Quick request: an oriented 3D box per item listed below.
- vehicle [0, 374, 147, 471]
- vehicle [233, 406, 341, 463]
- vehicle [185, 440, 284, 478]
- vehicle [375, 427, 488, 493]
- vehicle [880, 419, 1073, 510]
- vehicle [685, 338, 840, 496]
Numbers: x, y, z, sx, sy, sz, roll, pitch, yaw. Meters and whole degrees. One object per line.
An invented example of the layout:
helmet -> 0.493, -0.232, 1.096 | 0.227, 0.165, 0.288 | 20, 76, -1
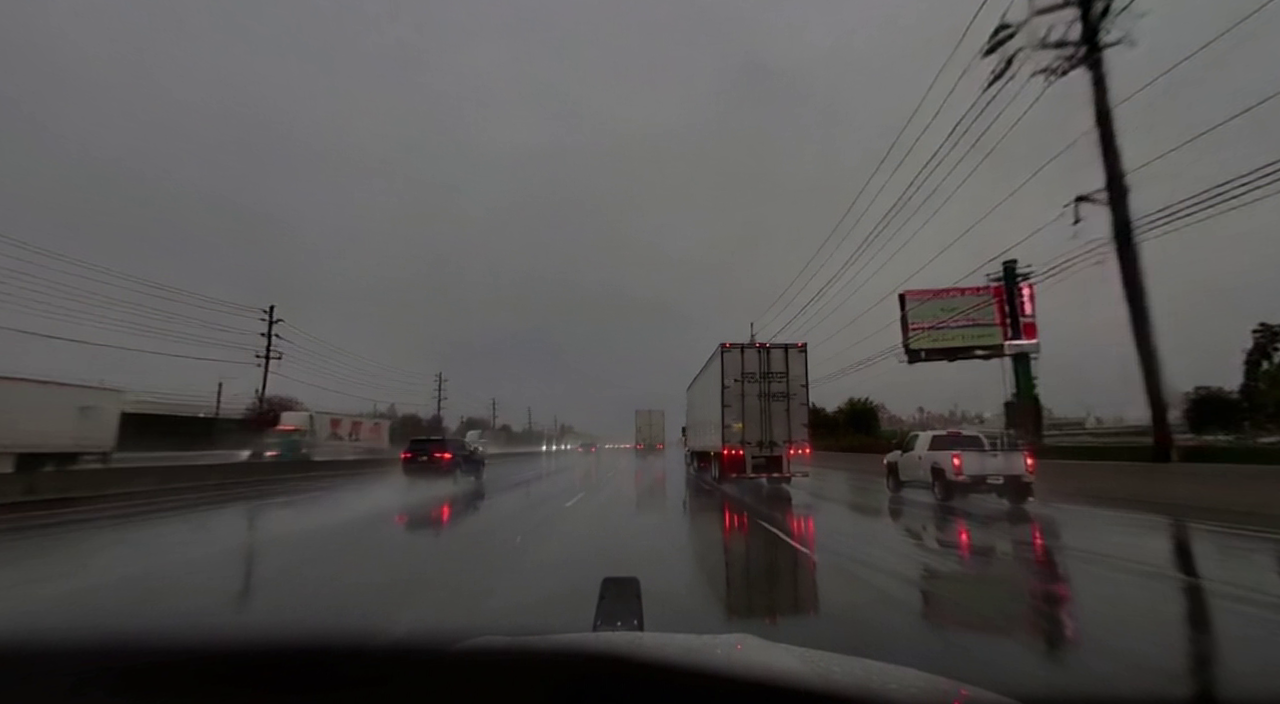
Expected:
vehicle -> -28.285, 2.857, 25.786 | 2.860, 4.013, 16.437 | 0, -9, 1
vehicle -> -27.070, 6.519, 49.246 | 2.998, 3.998, 8.850 | 0, -9, 2
vehicle -> -16.346, 4.315, 25.717 | 1.574, 1.415, 3.508 | 0, -9, 1
vehicle -> -6.551, 3.457, 20.535 | 2.004, 1.846, 4.739 | 0, -9, 0
vehicle -> 7.829, 2.665, 15.400 | 2.115, 1.844, 4.522 | 0, -9, -1
vehicle -> 3.785, 2.916, 24.851 | 2.892, 4.152, 16.575 | 0, -9, 0
